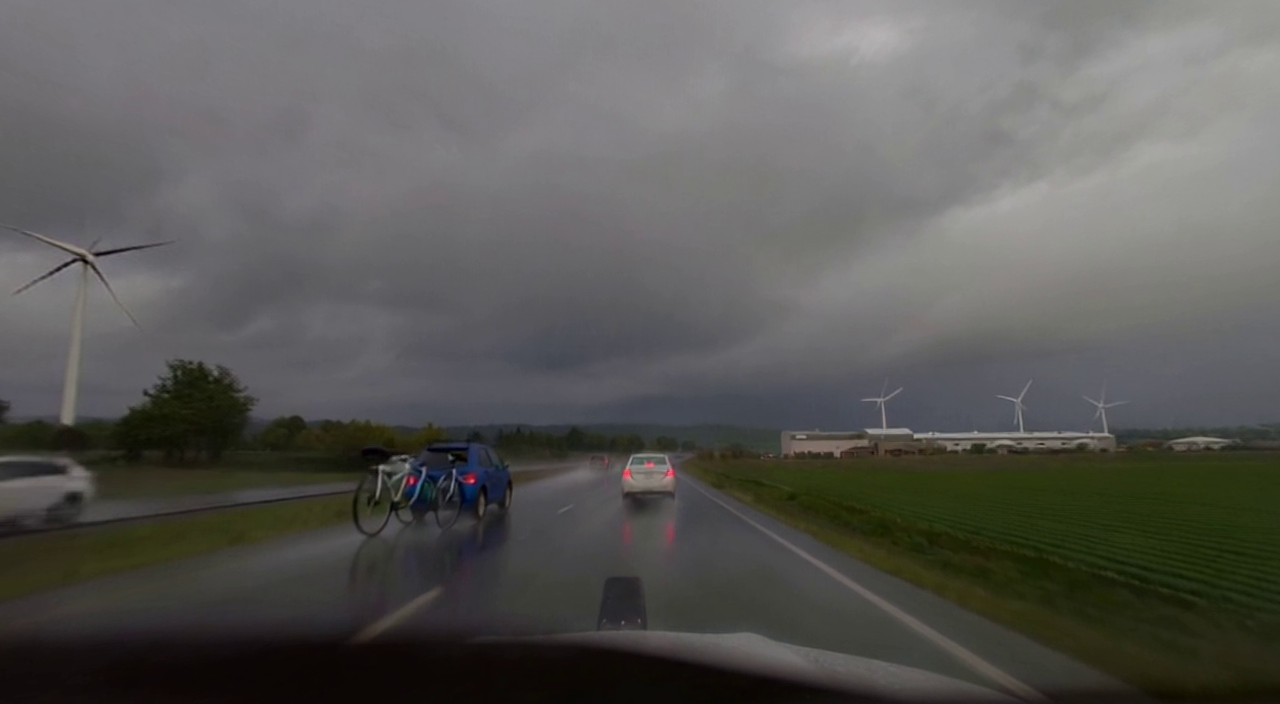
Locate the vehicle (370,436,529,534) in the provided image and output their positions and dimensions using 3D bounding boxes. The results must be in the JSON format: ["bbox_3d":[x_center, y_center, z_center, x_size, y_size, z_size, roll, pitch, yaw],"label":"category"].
[{"bbox_3d":[-3.702,2.657,13.120,1.962,1.681,4.033,0,-9,1],"label":"vehicle"}]

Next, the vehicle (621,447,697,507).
[{"bbox_3d":[0.501,3.702,19.110,2.063,1.582,3.955,0,-9,0],"label":"vehicle"}]
